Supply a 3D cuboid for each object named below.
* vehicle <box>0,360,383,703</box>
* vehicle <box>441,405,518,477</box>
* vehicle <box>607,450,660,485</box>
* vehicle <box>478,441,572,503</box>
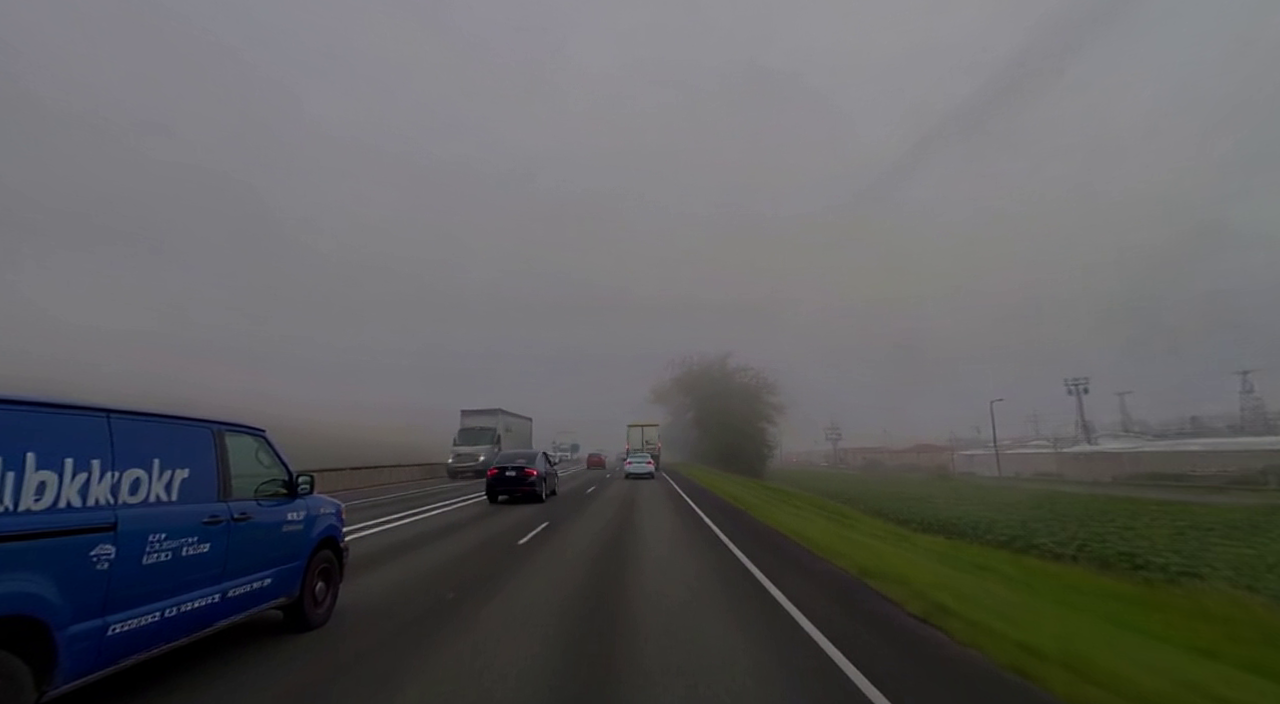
[{"bbox_3d":[-3.329,1.046,3.257,2.117,1.688,4.582,0,-9,-1],"label":"vehicle"},{"bbox_3d":[-10.000,5.673,40.099,3.178,4.169,6.323,0,-9,0],"label":"vehicle"},{"bbox_3d":[-0.300,4.906,27.100,2.095,1.393,3.908,0,-9,-1],"label":"vehicle"},{"bbox_3d":[-3.231,3.459,18.631,1.937,1.600,4.141,0,-9,1],"label":"vehicle"}]
